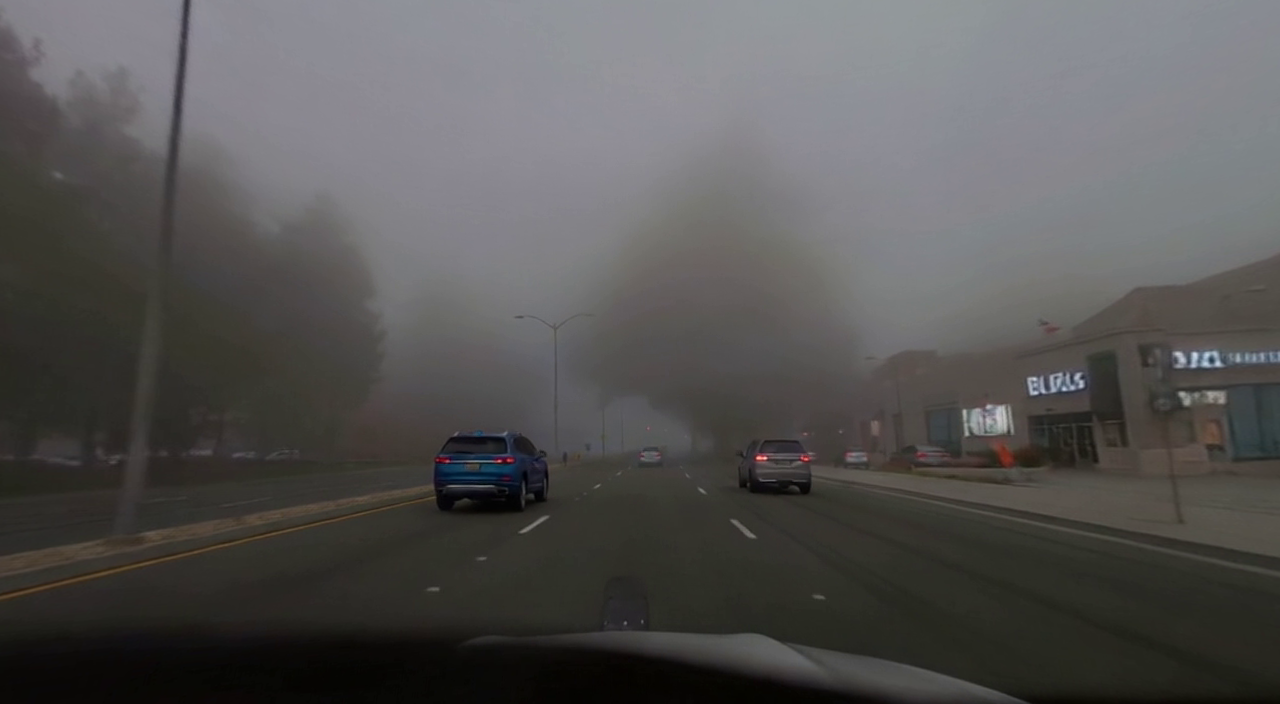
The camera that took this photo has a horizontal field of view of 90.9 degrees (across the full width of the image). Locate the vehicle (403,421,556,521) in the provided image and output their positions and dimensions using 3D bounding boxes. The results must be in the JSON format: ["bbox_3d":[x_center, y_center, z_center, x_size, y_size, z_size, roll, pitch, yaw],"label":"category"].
[{"bbox_3d":[-3.233,2.509,13.800,2.047,1.810,4.414,0,-8,2],"label":"vehicle"}]

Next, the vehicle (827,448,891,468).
[{"bbox_3d":[16.587,8.033,47.741,4.133,1.475,1.833,2,-9,-11],"label":"vehicle"}]

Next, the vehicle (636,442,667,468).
[{"bbox_3d":[0.807,7.108,43.785,2.067,1.702,3.987,0,-8,2],"label":"vehicle"}]

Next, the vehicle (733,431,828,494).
[{"bbox_3d":[4.321,3.477,20.192,2.083,1.779,4.347,0,-8,1],"label":"vehicle"}]
